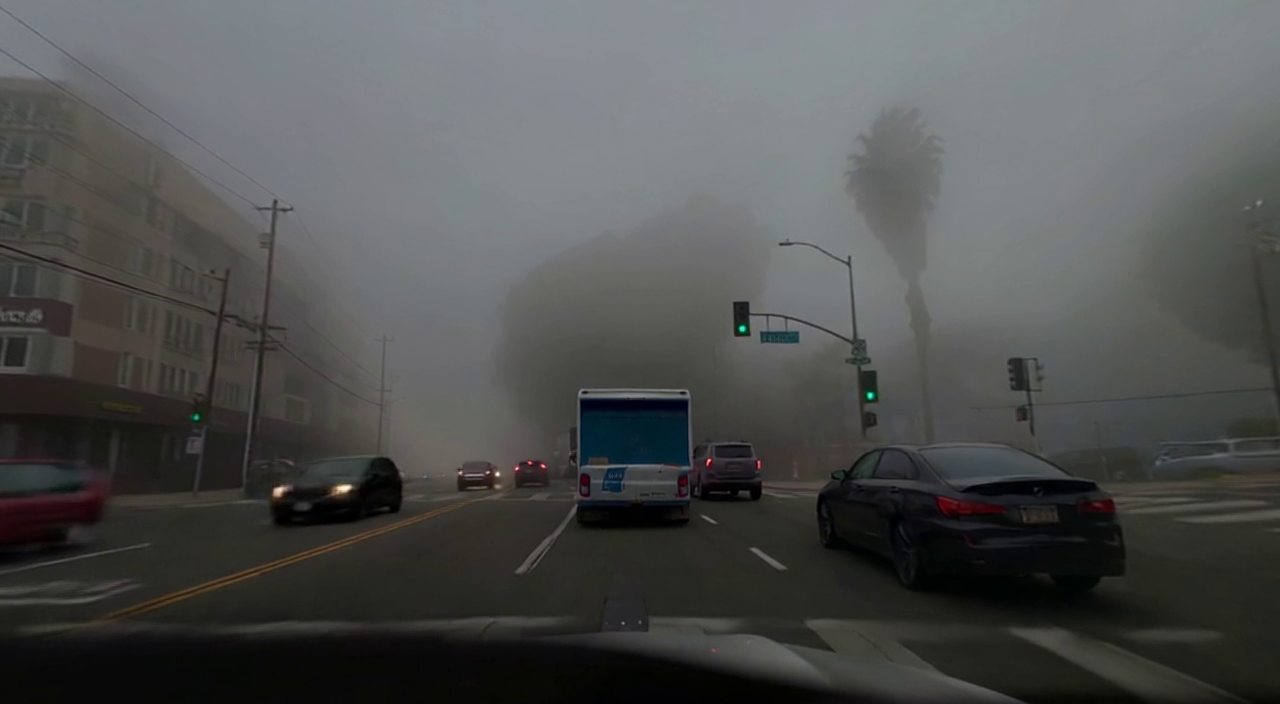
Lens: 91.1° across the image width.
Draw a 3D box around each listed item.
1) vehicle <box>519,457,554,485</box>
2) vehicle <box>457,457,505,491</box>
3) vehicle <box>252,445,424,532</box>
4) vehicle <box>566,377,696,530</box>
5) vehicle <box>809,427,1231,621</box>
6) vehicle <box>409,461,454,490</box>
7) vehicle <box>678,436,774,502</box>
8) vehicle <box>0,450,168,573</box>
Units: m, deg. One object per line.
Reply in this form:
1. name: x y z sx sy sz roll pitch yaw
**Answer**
1. vehicle: -6.501 7.489 39.623 2.033 1.555 4.408 1 -9 -8
2. vehicle: -8.046 6.159 32.040 1.801 1.524 3.974 1 -9 -6
3. vehicle: -6.160 2.770 13.411 1.810 1.546 3.981 0 -9 -2
4. vehicle: -0.429 2.414 15.307 2.517 2.926 6.177 1 -9 -5
5. vehicle: 3.639 1.711 7.343 1.978 1.507 4.636 0 -8 -1
6. vehicle: -12.618 7.489 38.240 1.873 1.510 4.151 1 -9 -8
7. vehicle: 2.750 3.924 21.618 2.157 1.944 5.423 0 -9 -4
8. vehicle: -9.190 2.160 8.775 1.983 1.543 4.188 0 -9 -2
